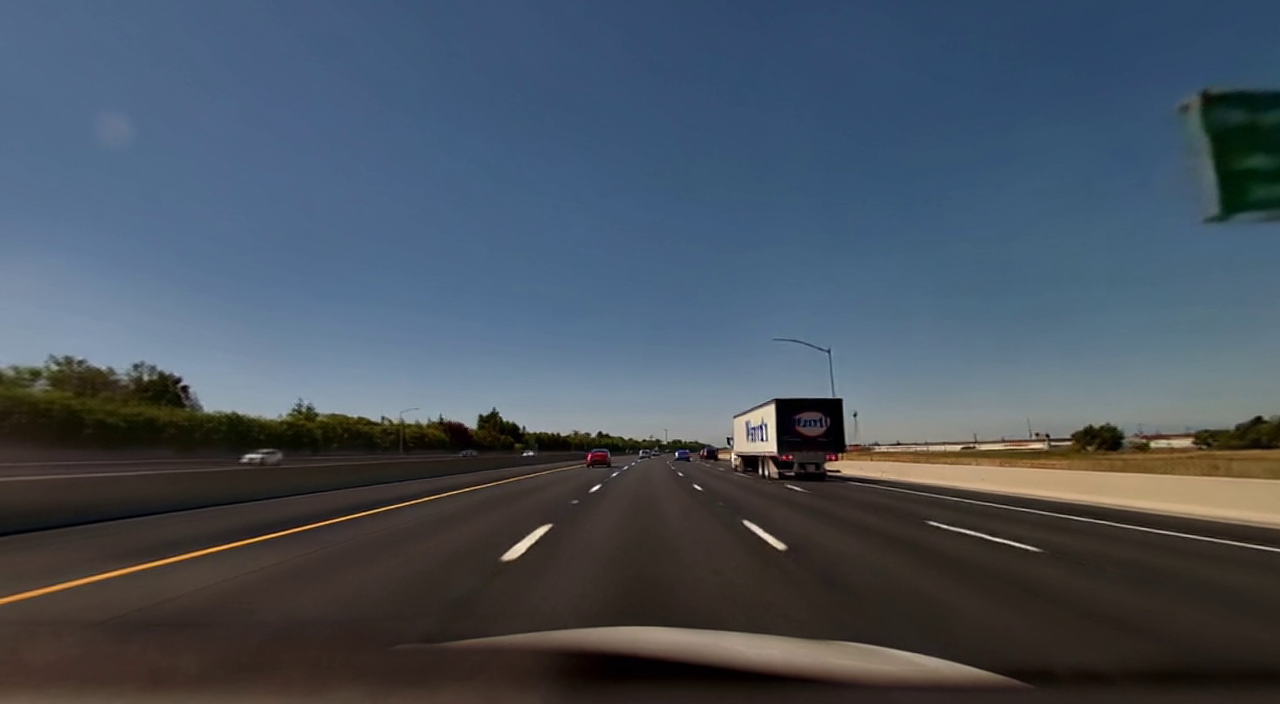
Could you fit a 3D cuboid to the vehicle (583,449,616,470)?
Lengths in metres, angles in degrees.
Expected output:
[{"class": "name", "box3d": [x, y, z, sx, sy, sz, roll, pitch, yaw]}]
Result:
[{"class": "vehicle", "box3d": [-3.066, 8.236, 48.445, 2.164, 1.507, 4.748, 0, -9, 1]}]

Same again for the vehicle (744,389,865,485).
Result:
[{"class": "vehicle", "box3d": [8.442, 4.847, 35.234, 2.912, 4.143, 15.538, 0, -9, 1]}]
